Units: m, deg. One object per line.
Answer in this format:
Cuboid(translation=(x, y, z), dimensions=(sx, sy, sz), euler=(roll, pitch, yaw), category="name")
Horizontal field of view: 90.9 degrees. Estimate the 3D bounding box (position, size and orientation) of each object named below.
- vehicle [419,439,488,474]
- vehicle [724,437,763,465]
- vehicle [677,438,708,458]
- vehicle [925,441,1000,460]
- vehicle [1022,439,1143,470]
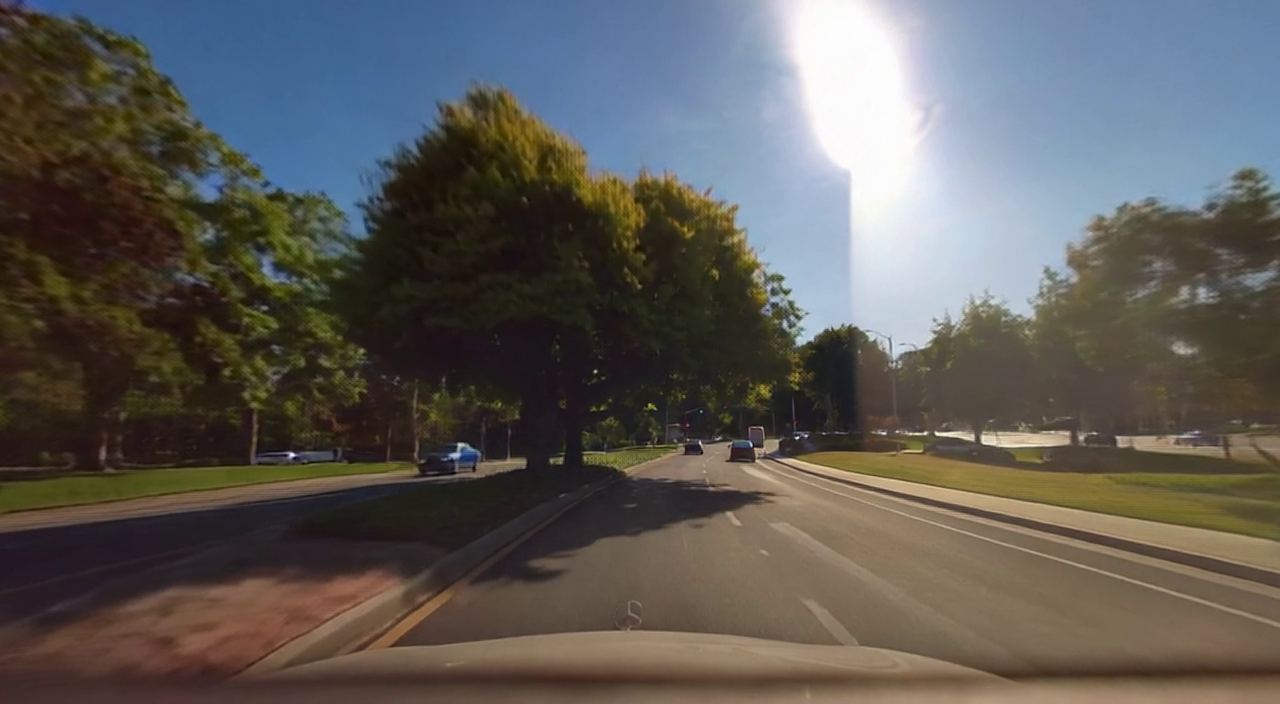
Cuboid(translation=(-10.021, 5.643, 34.304), dimensions=(1.969, 1.755, 4.518), euler=(-1, -9, 6), category="vehicle")
Cuboid(translation=(5.973, 5.767, 36.941), dimensions=(1.989, 1.497, 4.436), euler=(-1, -8, 6), category="vehicle")
Cuboid(translation=(4.191, 7.576, 49.808), dimensions=(2.066, 1.482, 4.273), euler=(-2, -9, 9), category="vehicle")
Cuboid(translation=(24.129, 7.406, 47.369), dimensions=(4.627, 1.418, 1.800), euler=(-2, -9, 10), category="vehicle")
Cuboid(translation=(22.513, 5.226, 32.224), dimensions=(4.322, 1.467, 2.457), euler=(0, -8, -2), category="vehicle")
